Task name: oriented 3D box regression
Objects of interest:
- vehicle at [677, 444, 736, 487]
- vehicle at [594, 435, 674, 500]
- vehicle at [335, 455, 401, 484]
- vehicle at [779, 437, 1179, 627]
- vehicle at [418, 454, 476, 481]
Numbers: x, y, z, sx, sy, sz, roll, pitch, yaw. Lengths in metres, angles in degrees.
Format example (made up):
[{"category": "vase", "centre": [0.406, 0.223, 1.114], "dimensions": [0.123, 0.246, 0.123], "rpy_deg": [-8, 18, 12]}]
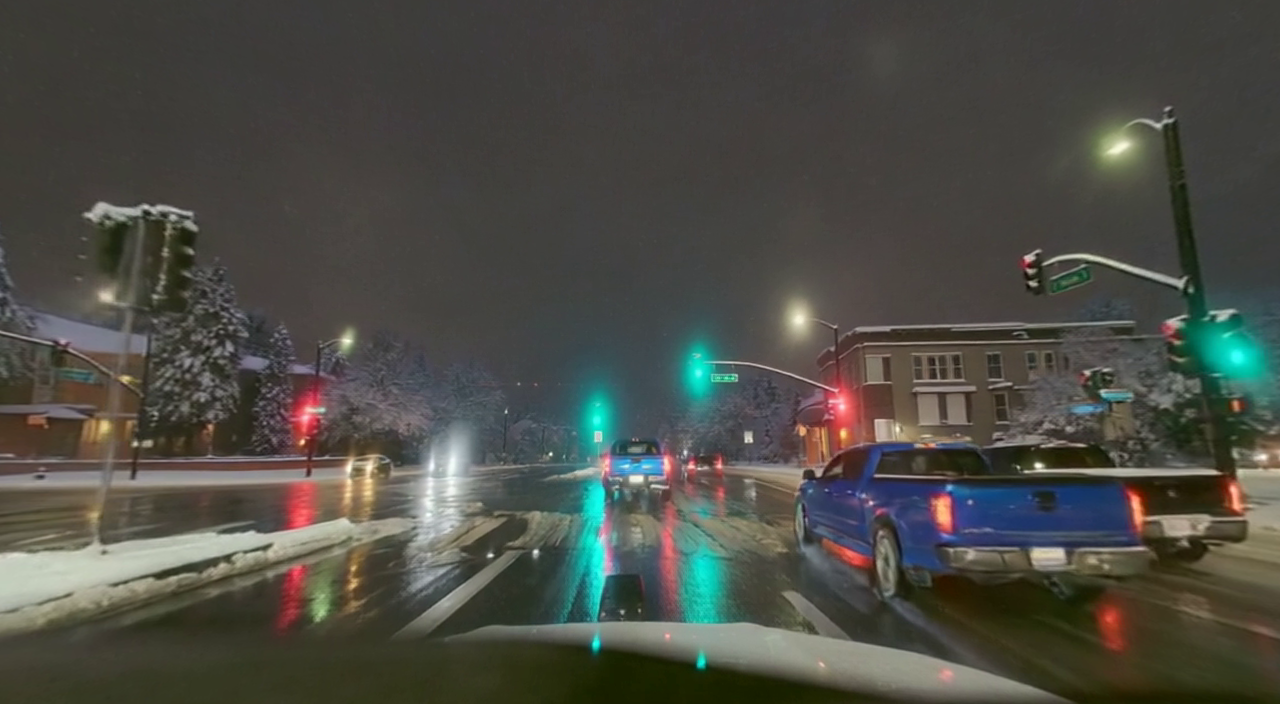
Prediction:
[{"category": "vehicle", "centre": [2.897, 5.049, 28.464], "dimensions": [2.013, 1.742, 4.424], "rpy_deg": [0, -9, -2]}, {"category": "vehicle", "centre": [-0.213, 3.732, 20.825], "dimensions": [2.344, 1.883, 4.572], "rpy_deg": [0, -9, -1]}, {"category": "vehicle", "centre": [-15.717, 6.789, 36.806], "dimensions": [1.915, 1.491, 4.347], "rpy_deg": [0, -8, 0]}, {"category": "vehicle", "centre": [3.165, 1.744, 7.217], "dimensions": [2.057, 1.463, 4.365], "rpy_deg": [0, -8, -1]}, {"category": "vehicle", "centre": [-11.604, 6.931, 38.319], "dimensions": [1.989, 1.459, 4.667], "rpy_deg": [0, -8, 0]}]
